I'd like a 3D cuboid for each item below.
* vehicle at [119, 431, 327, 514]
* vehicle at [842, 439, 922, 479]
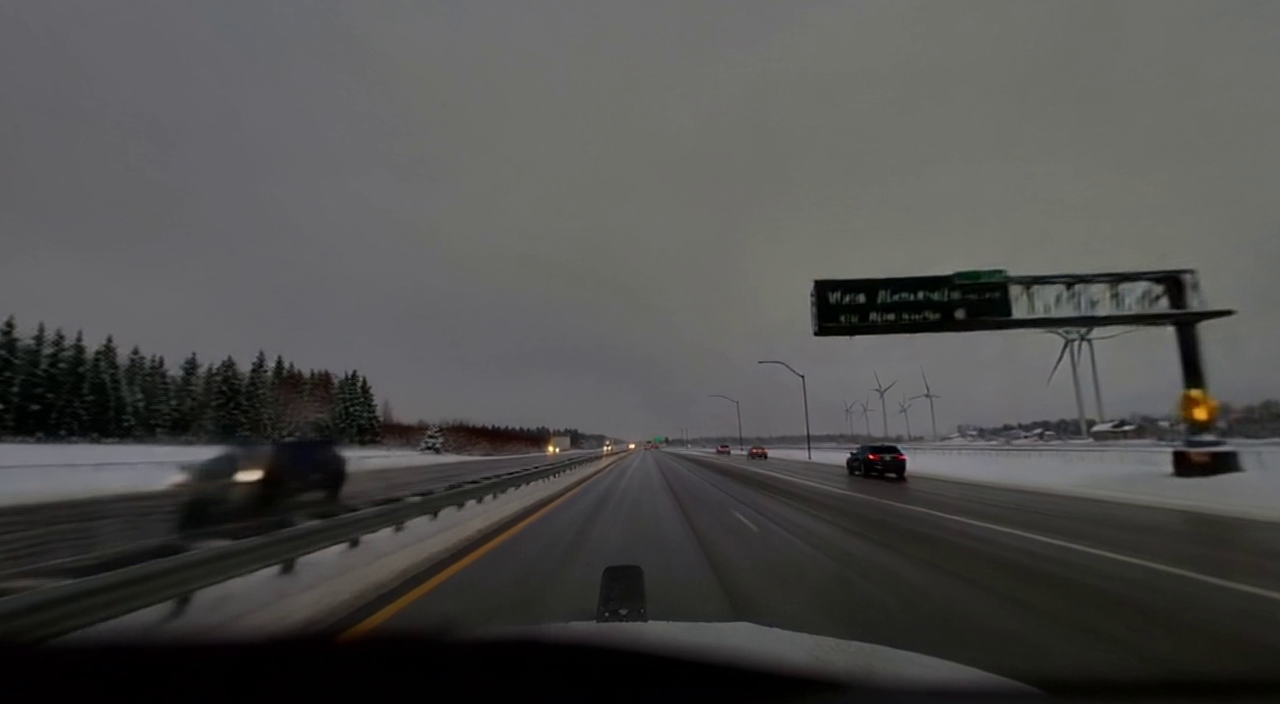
[{"bbox_3d":[-9.519,2.775,14.938,1.848,1.641,4.321,0,-9,1],"label":"vehicle"},{"bbox_3d":[11.092,4.936,29.297,1.897,1.669,4.825,0,-9,2],"label":"vehicle"}]
